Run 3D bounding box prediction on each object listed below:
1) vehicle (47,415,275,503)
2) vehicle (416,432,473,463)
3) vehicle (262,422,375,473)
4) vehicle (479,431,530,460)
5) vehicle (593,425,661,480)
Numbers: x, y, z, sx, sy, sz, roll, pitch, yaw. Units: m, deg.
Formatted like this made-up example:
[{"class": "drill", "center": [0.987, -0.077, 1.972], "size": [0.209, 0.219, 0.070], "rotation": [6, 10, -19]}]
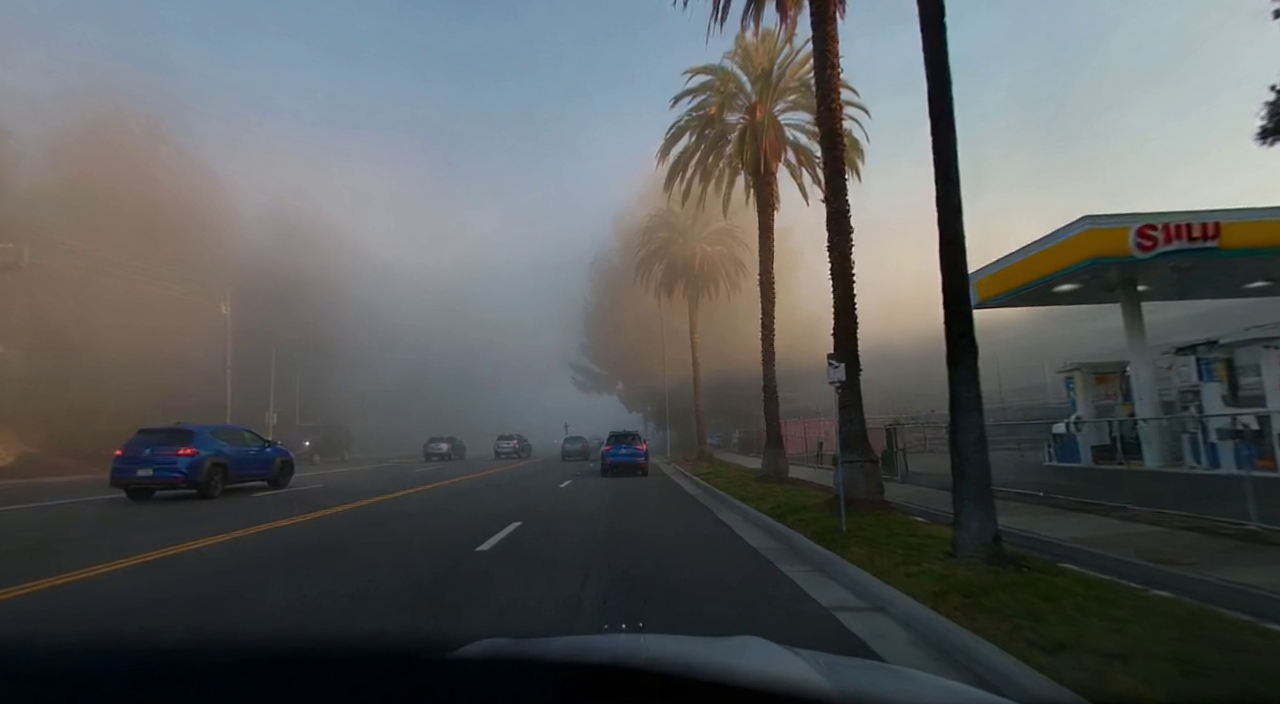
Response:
[{"class": "vehicle", "center": [-10.904, 2.472, 14.827], "size": [1.965, 1.743, 4.327], "rotation": [0, -8, -1]}, {"class": "vehicle", "center": [-11.698, 5.769, 37.932], "size": [1.998, 1.731, 4.952], "rotation": [0, -8, -1]}, {"class": "vehicle", "center": [-16.315, 4.917, 32.421], "size": [2.726, 2.339, 6.253], "rotation": [0, -8, -3]}, {"class": "vehicle", "center": [-7.914, 5.504, 37.029], "size": [2.099, 1.608, 4.420], "rotation": [0, -8, -1]}, {"class": "vehicle", "center": [-0.413, 3.447, 21.718], "size": [2.121, 1.710, 3.893], "rotation": [0, -8, 0]}]
